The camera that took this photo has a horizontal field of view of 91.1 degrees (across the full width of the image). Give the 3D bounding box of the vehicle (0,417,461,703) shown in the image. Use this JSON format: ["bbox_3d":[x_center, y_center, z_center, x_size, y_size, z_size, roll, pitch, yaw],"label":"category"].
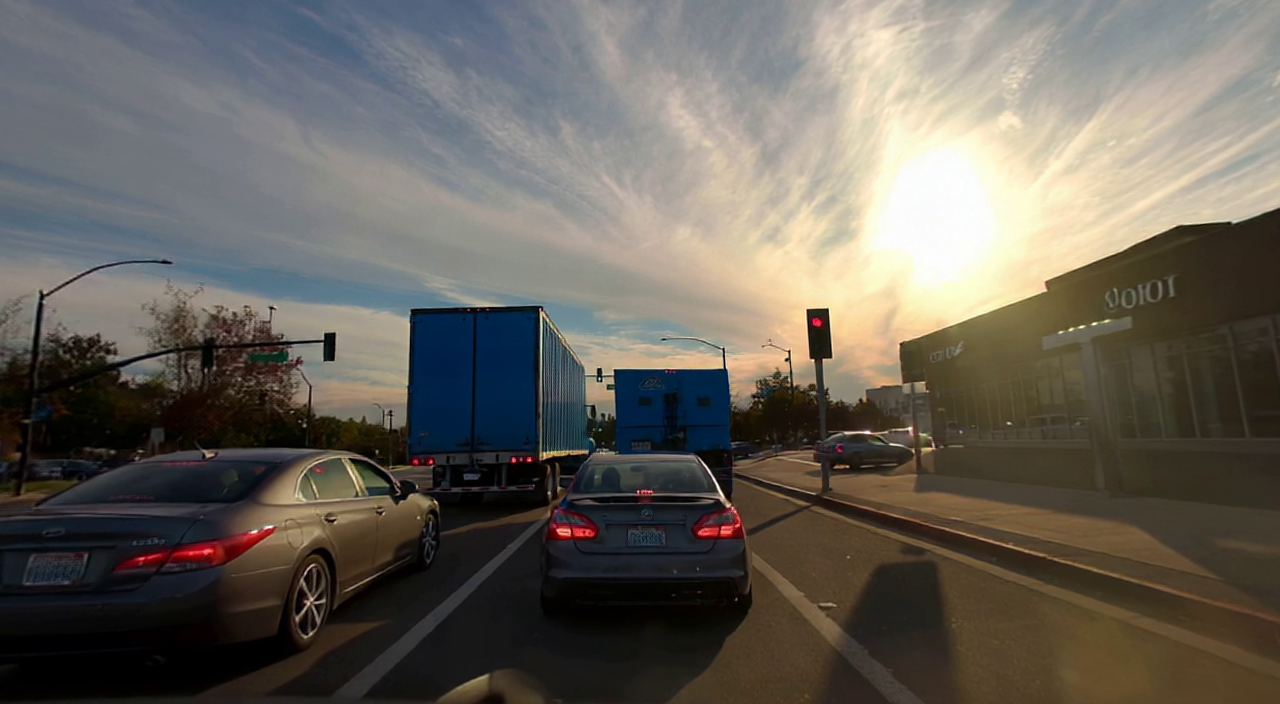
[{"bbox_3d":[-3.096,1.370,5.158,1.969,1.471,4.378,0,-8,0],"label":"vehicle"}]

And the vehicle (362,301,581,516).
[{"bbox_3d":[-3.258,1.480,14.620,3.020,3.800,7.105,0,-8,1],"label":"vehicle"}]

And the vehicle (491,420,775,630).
[{"bbox_3d":[-0.106,1.569,6.707,2.067,1.506,4.118,0,-8,-2],"label":"vehicle"}]

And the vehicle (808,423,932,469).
[{"bbox_3d":[10.218,4.185,27.998,4.681,1.713,1.969,-1,-10,-11],"label":"vehicle"}]
